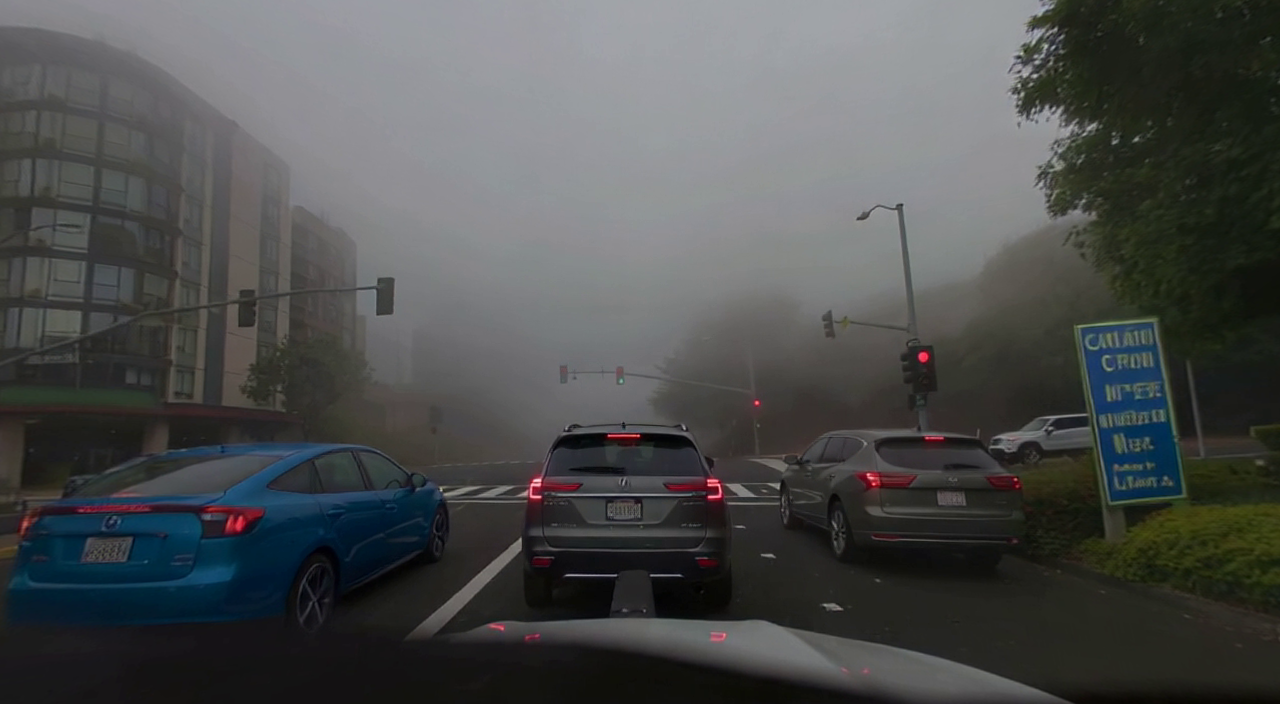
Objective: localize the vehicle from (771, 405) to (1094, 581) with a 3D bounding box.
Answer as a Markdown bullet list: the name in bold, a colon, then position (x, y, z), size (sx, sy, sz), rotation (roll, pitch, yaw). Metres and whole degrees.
- **vehicle**: position (3.221, 1.662, 8.256), size (2.004, 1.646, 4.554), rotation (0, -8, 0)

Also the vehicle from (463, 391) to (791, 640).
- **vehicle**: position (-0.098, 1.414, 6.439), size (2.195, 1.662, 4.262), rotation (0, -8, 0)

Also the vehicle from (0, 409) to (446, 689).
- **vehicle**: position (-3.544, 1.420, 5.825), size (1.906, 1.524, 4.547), rotation (0, -8, 2)

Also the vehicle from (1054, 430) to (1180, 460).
- **vehicle**: position (23.916, 4.678, 31.713), size (4.723, 1.460, 1.904), rotation (0, -8, 0)
